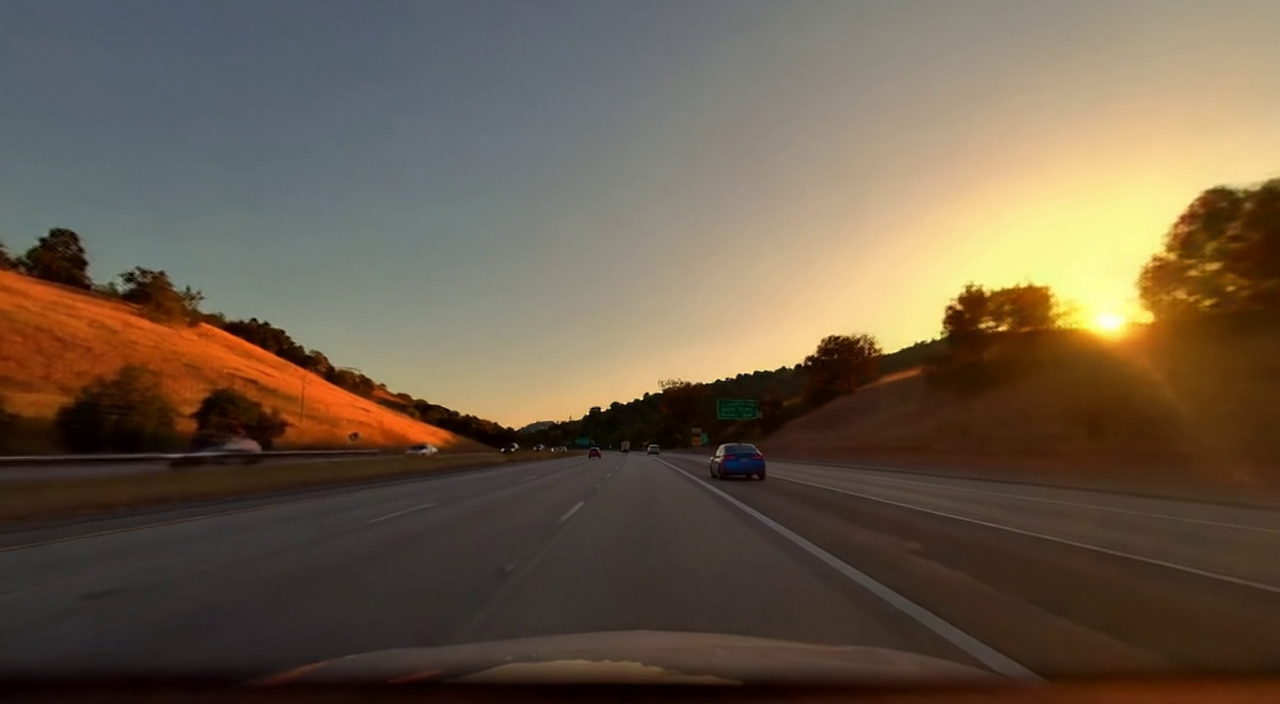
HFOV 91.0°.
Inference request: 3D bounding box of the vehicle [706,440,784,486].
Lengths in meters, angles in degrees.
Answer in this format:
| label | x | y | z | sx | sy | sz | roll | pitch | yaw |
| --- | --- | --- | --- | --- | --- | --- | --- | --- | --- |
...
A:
| label | x | y | z | sx | sy | sz | roll | pitch | yaw |
| --- | --- | --- | --- | --- | --- | --- | --- | --- | --- |
| vehicle | 3.710 | 4.032 | 23.112 | 2.033 | 1.501 | 4.398 | 0 | -9 | -1 |
